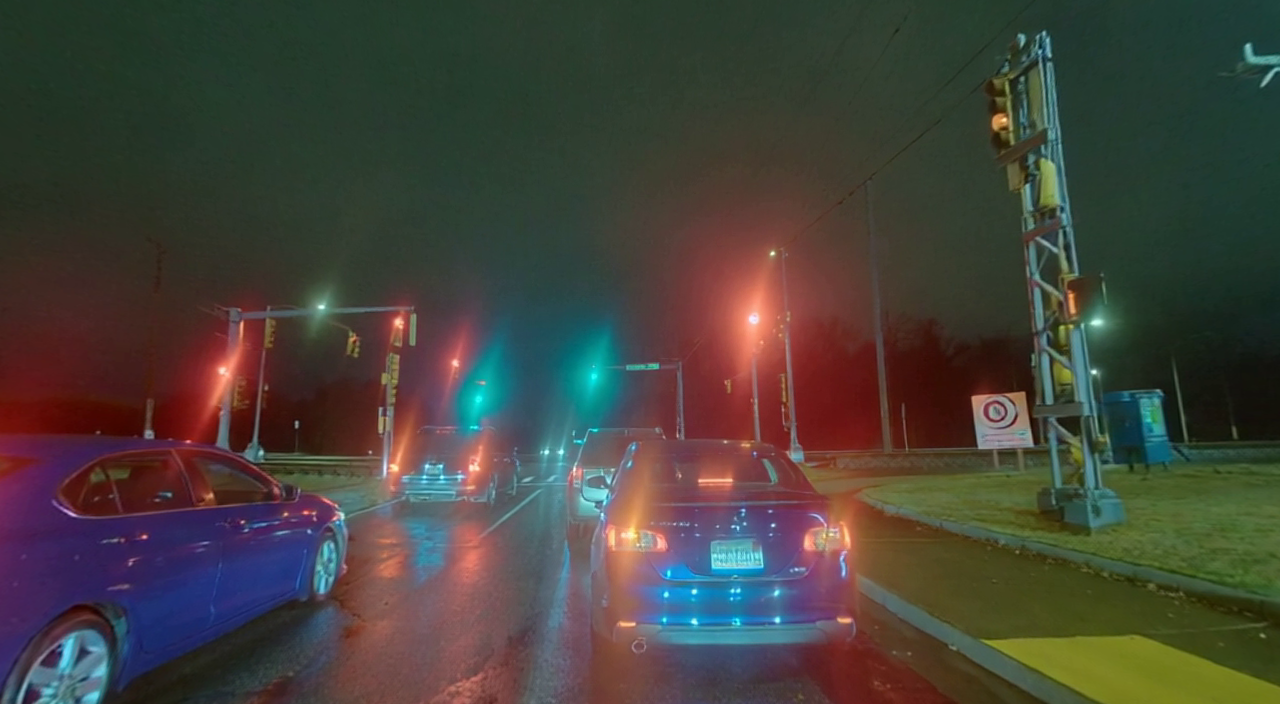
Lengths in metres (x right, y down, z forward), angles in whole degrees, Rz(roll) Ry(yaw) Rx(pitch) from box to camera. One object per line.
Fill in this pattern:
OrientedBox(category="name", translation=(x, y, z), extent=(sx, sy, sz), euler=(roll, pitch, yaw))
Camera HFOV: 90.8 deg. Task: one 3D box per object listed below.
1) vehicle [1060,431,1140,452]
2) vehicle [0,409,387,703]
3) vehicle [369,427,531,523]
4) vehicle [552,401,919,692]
OrientedBox(category="vehicle", translation=(34.010, 6.627, 46.787), extent=(4.453, 1.476, 1.887), euler=(0, -9, 0))
OrientedBox(category="vehicle", translation=(-3.711, 1.250, 4.458), extent=(1.956, 1.468, 4.585), euler=(0, -9, 0))
OrientedBox(category="vehicle", translation=(-3.360, 2.260, 12.085), extent=(1.984, 1.505, 3.982), euler=(0, -9, -2))
OrientedBox(category="vehicle", translation=(0.405, 1.338, 5.460), extent=(1.998, 1.529, 3.960), euler=(1, -9, -4))
